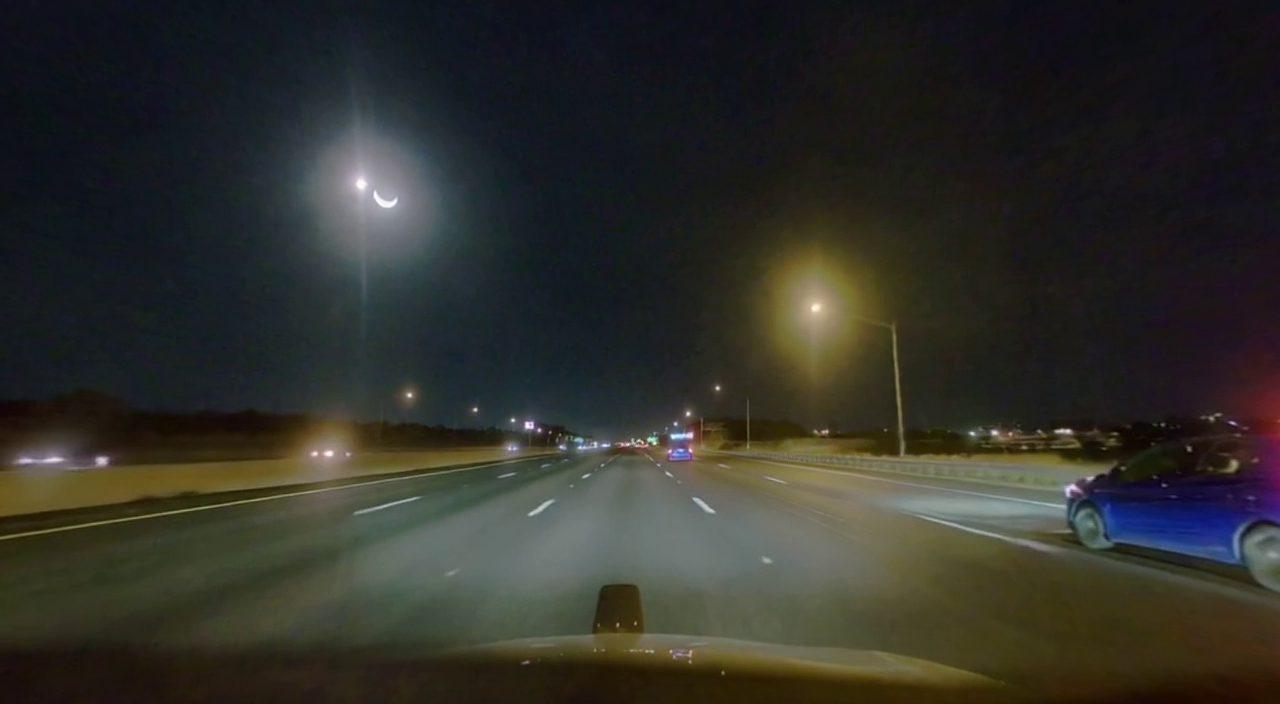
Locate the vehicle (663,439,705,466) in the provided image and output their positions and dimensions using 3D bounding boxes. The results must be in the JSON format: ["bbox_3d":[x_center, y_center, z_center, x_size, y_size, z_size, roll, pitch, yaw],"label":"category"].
[{"bbox_3d":[2.702,6.323,39.874,2.270,1.615,3.770,0,-8,-1],"label":"vehicle"}]

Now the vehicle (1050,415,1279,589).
[{"bbox_3d":[6.791,1.412,6.148,2.227,1.522,5.041,0,-8,0],"label":"vehicle"}]

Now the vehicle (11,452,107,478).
[{"bbox_3d":[-35.997,6.970,39.303,1.999,1.489,4.209,0,-8,0],"label":"vehicle"}]
